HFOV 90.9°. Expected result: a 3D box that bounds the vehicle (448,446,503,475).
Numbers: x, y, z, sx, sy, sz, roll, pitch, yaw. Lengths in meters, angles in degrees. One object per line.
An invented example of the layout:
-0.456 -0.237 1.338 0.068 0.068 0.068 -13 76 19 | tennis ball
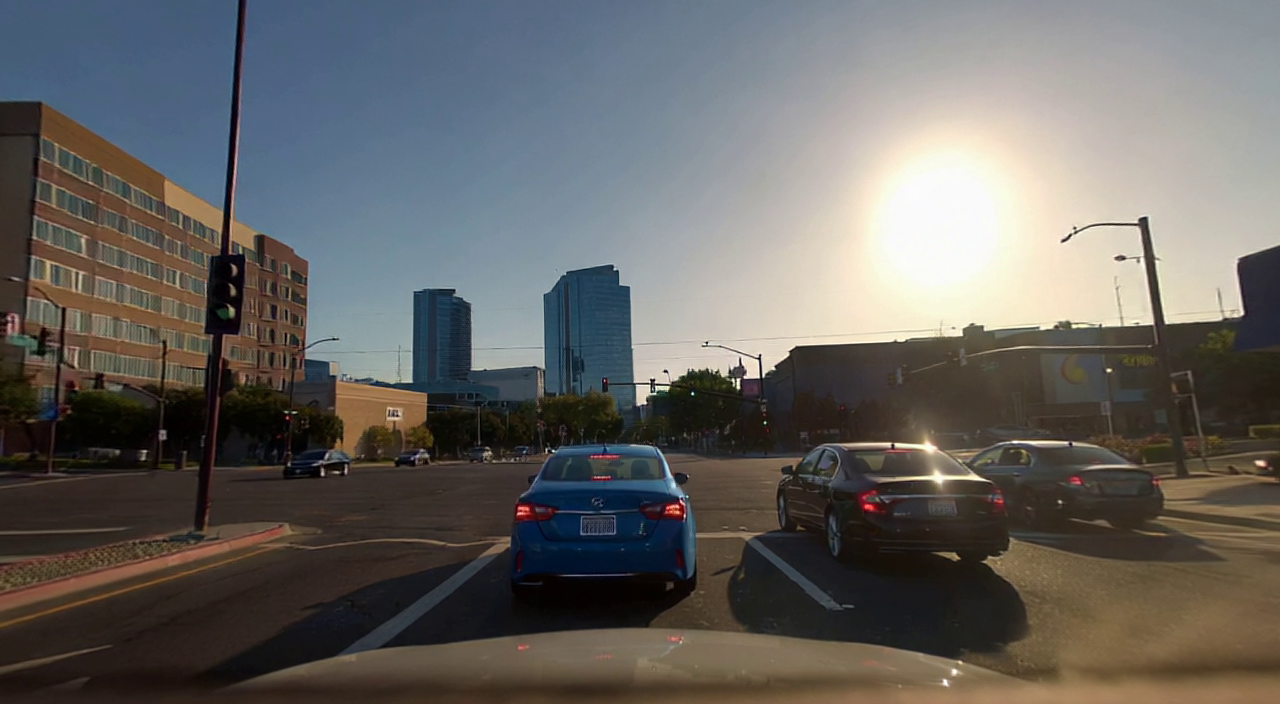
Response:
-9.192 6.079 35.468 2.045 1.492 3.816 0 -8 0 | vehicle

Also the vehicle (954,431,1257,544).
7.445 2.164 10.781 1.908 1.517 4.182 0 -8 -1 | vehicle

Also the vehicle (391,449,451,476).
-13.009 6.556 37.722 2.049 1.483 4.407 0 -8 0 | vehicle

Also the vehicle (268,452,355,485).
-16.592 5.874 32.167 2.048 1.463 4.530 0 -8 -1 | vehicle

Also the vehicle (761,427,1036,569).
3.216 1.887 8.965 2.042 1.508 4.109 0 -8 -2 | vehicle

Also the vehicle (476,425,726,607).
-0.368 1.653 7.284 2.059 1.477 3.988 0 -8 -1 | vehicle
